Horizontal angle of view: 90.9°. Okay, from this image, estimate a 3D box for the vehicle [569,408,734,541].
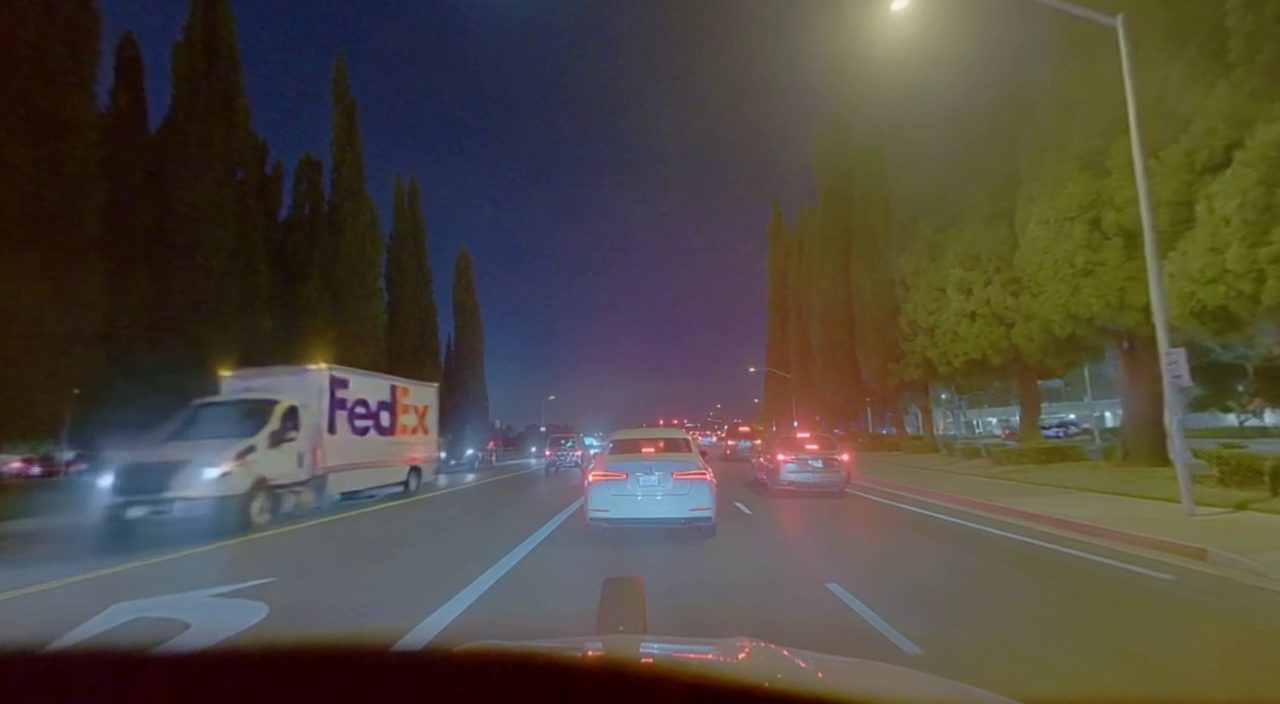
[{"bbox_3d":[0.175,1.907,10.386,2.154,1.710,4.128,-1,-8,1],"label":"vehicle"}]

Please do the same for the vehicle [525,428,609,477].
[{"bbox_3d":[-2.808,4.046,25.603,2.057,1.786,4.725,-2,-8,11],"label":"vehicle"}]

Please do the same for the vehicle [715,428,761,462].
[{"bbox_3d":[5.465,5.268,35.695,2.155,1.786,4.459,-1,-8,3],"label":"vehicle"}]

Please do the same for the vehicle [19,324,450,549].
[{"bbox_3d":[-7.421,1.911,14.127,2.961,3.316,9.483,-1,-8,3],"label":"vehicle"}]

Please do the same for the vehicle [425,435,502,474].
[{"bbox_3d":[-8.773,5.156,31.932,2.039,1.769,4.911,-1,-8,6],"label":"vehicle"}]
